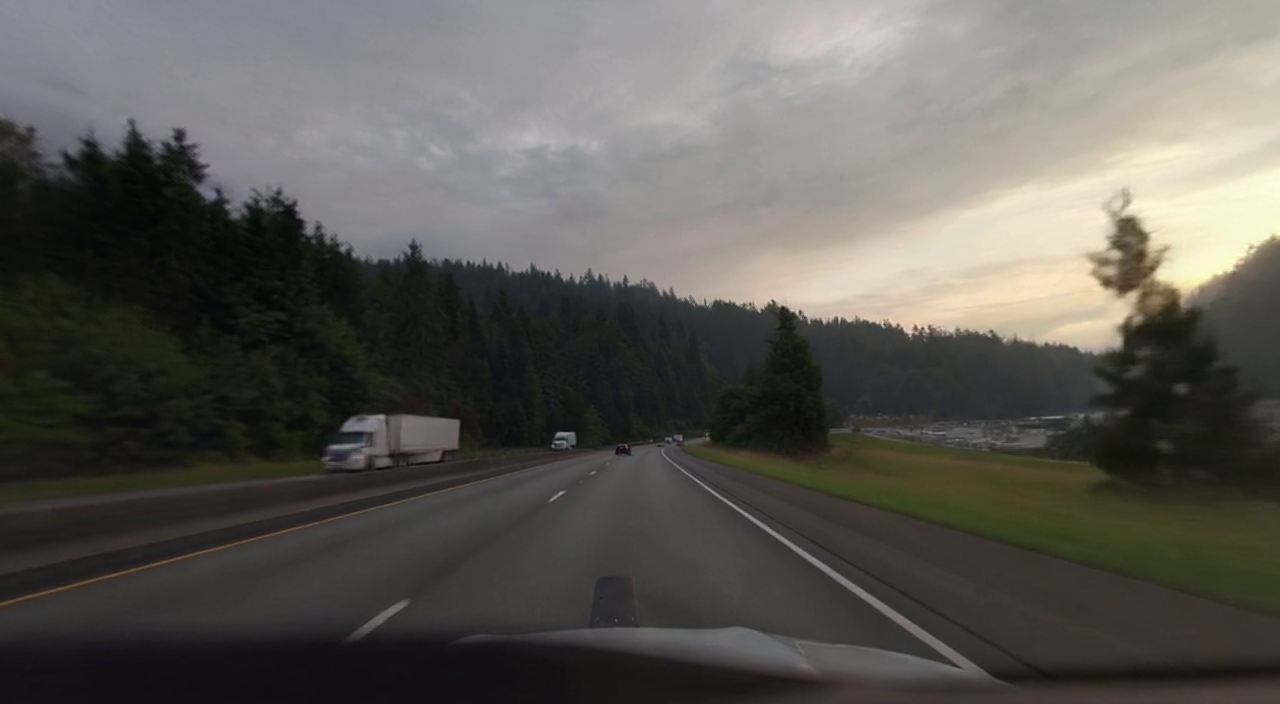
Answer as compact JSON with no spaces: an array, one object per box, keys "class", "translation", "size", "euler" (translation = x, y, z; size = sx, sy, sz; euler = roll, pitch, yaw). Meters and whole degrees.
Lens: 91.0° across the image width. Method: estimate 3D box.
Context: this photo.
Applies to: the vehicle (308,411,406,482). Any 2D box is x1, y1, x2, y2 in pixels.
[{"class":"vehicle","translation":[-16.999,5.713,38.296],"size":[3.007,3.957,5.959],"euler":[-1,-8,1]}]
